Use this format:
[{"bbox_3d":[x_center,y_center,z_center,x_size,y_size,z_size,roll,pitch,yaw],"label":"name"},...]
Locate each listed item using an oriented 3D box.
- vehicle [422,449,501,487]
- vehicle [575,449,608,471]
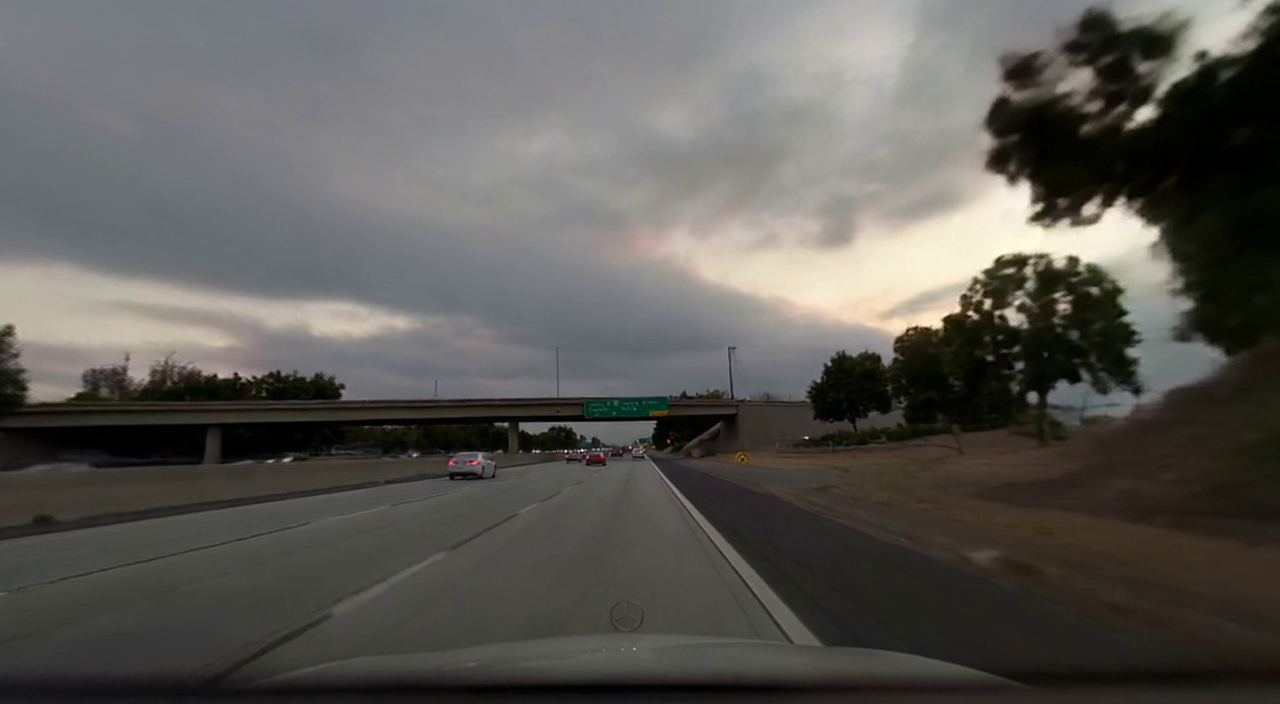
[{"bbox_3d":[-7.537,4.926,27.120,2.002,1.507,4.631,0,-9,1],"label":"vehicle"},{"bbox_3d":[-3.580,8.064,47.152,2.102,1.571,4.666,0,-9,0],"label":"vehicle"}]
